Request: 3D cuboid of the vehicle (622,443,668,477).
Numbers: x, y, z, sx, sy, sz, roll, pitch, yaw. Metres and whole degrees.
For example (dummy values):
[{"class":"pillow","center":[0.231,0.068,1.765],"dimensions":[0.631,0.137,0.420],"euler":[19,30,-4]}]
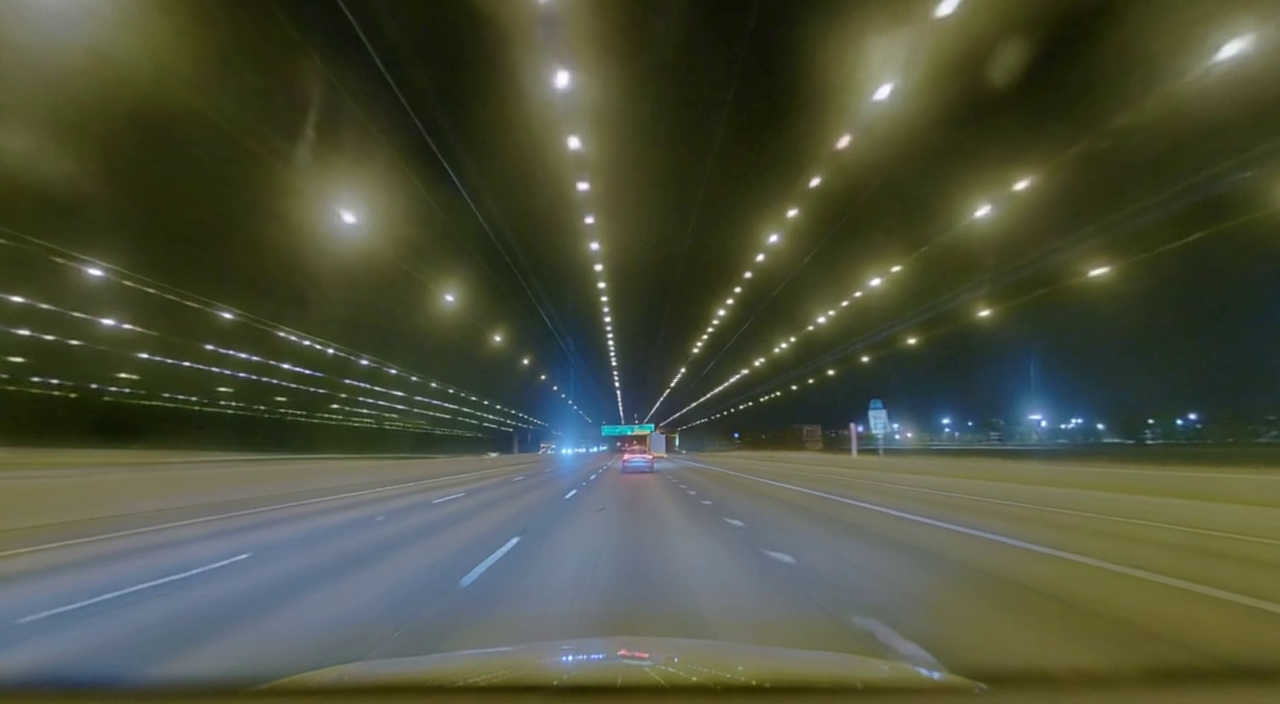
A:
[{"class":"vehicle","center":[0.224,5.245,30.785],"dimensions":[2.055,1.501,4.321],"euler":[0,-9,0]}]
